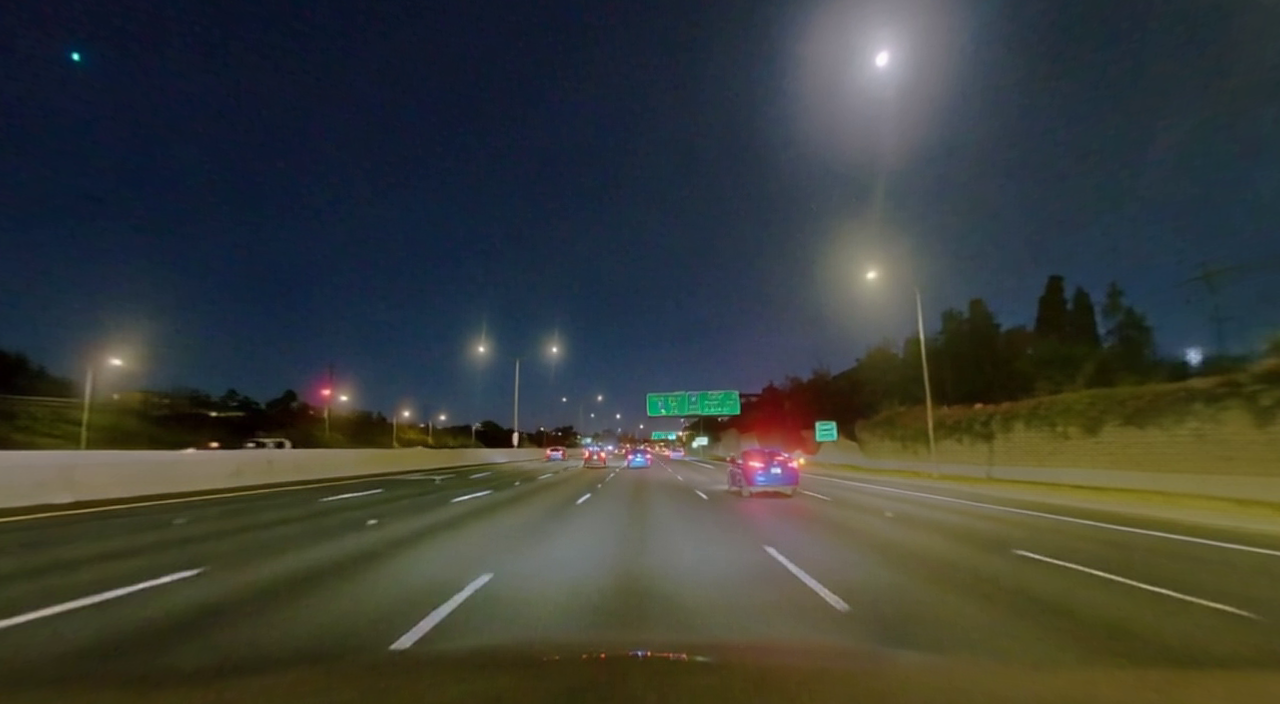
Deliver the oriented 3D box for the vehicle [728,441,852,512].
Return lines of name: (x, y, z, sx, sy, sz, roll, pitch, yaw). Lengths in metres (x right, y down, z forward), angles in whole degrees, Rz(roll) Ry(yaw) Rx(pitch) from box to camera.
vehicle: (3.641, 3.101, 16.250, 2.077, 1.527, 4.553, 0, -9, 0)

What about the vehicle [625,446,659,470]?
vehicle: (0.146, 7.112, 42.556, 2.166, 1.496, 4.158, 0, -9, 0)

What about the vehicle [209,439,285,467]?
vehicle: (-23.308, 5.981, 37.510, 1.967, 1.530, 3.845, 0, -9, 1)

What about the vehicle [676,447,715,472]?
vehicle: (3.467, 6.789, 40.006, 2.036, 1.517, 4.256, 0, -9, -1)

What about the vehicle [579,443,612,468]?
vehicle: (-3.160, 7.495, 45.753, 2.091, 1.664, 4.157, 0, -9, 0)
